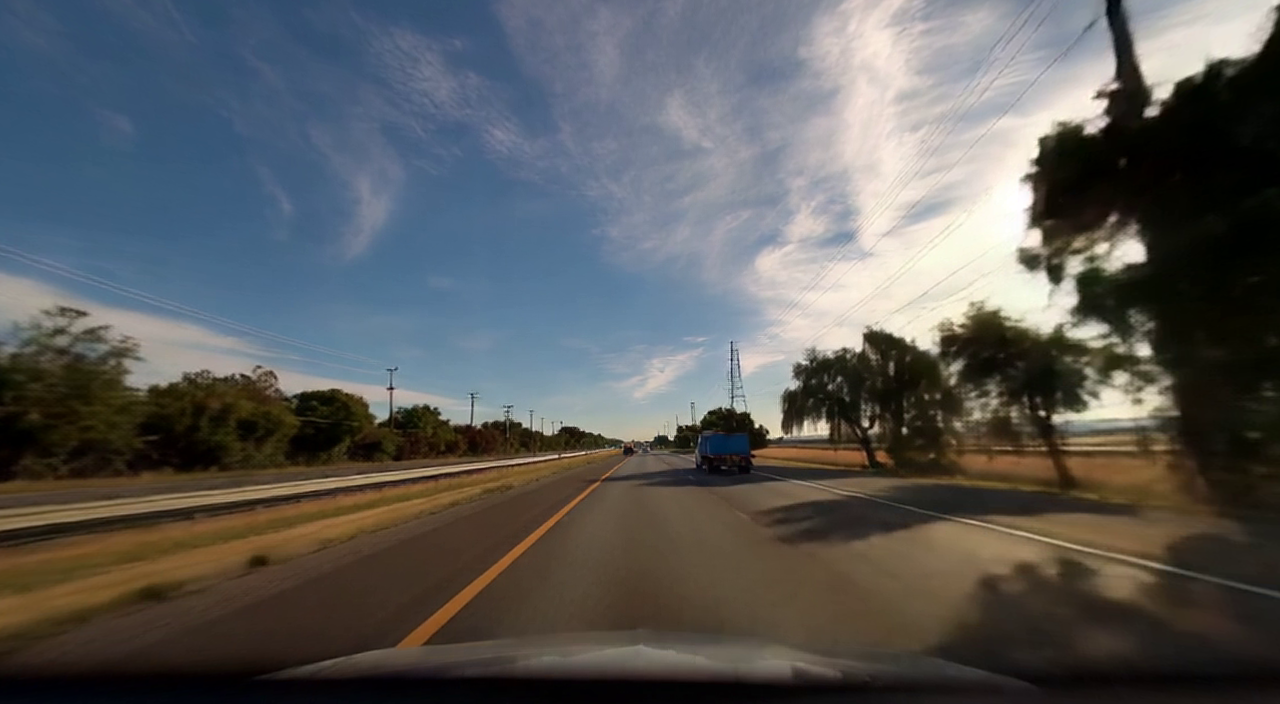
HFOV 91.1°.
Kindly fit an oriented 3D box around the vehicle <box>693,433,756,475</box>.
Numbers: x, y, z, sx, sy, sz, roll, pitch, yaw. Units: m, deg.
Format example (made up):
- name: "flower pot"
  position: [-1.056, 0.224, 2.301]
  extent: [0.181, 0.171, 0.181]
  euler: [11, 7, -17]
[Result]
- name: "vehicle"
  position: [3.953, 4.909, 30.397]
  extent: [2.228, 1.852, 5.449]
  euler: [0, -8, -1]
